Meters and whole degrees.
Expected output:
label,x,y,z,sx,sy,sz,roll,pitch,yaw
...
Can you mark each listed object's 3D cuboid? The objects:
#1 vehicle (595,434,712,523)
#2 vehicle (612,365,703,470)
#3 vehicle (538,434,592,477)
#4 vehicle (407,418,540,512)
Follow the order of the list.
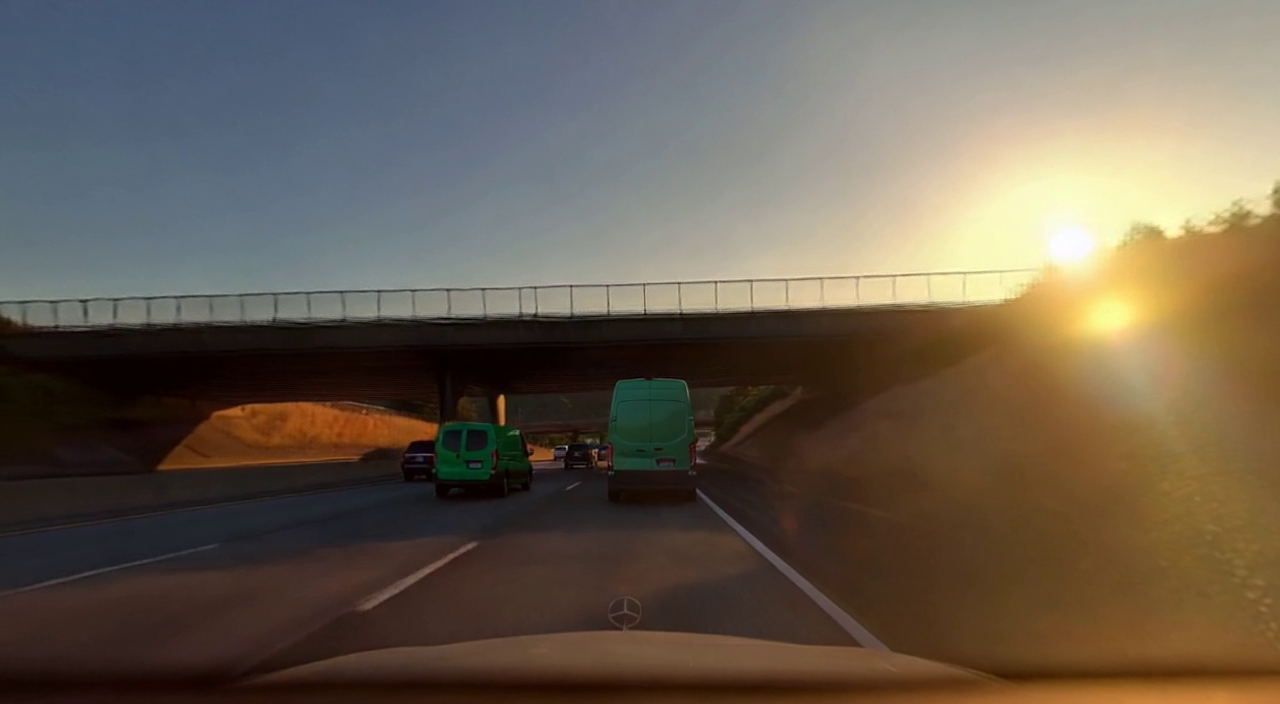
label,x,y,z,sx,sy,sz,roll,pitch,yaw
vehicle,0.225,2.428,12.521,1.991,1.507,3.391,0,-9,0
vehicle,0.425,3.787,32.176,3.289,3.822,18.653,0,-9,-1
vehicle,-3.503,4.934,30.193,2.068,1.862,4.234,0,-9,0
vehicle,-3.662,2.575,14.661,1.951,1.882,3.979,0,-9,1
